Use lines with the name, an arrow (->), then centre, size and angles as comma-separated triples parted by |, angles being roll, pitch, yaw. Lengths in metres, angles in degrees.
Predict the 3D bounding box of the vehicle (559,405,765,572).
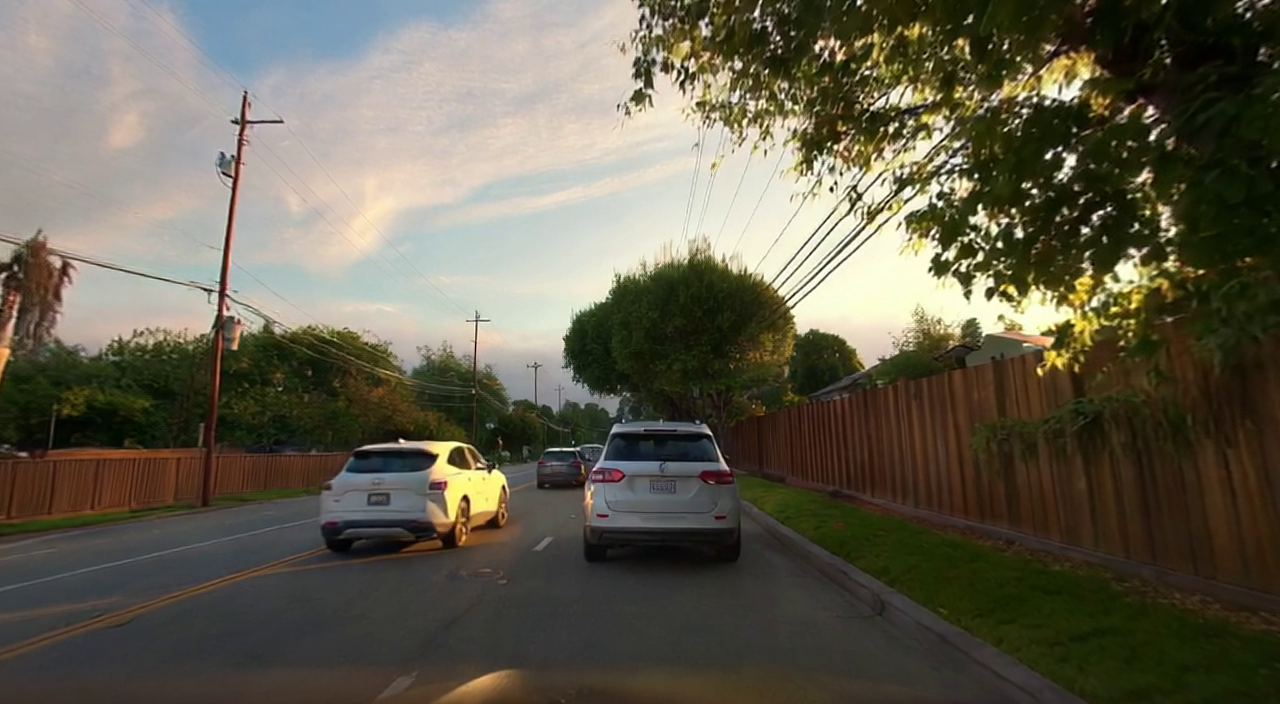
vehicle -> 0.227, 1.755, 8.793 | 2.174, 1.749, 4.113 | 0, -9, 0

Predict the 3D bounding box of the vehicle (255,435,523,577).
vehicle -> -3.044, 1.937, 8.742 | 1.979, 1.489, 4.006 | 0, -8, 1
